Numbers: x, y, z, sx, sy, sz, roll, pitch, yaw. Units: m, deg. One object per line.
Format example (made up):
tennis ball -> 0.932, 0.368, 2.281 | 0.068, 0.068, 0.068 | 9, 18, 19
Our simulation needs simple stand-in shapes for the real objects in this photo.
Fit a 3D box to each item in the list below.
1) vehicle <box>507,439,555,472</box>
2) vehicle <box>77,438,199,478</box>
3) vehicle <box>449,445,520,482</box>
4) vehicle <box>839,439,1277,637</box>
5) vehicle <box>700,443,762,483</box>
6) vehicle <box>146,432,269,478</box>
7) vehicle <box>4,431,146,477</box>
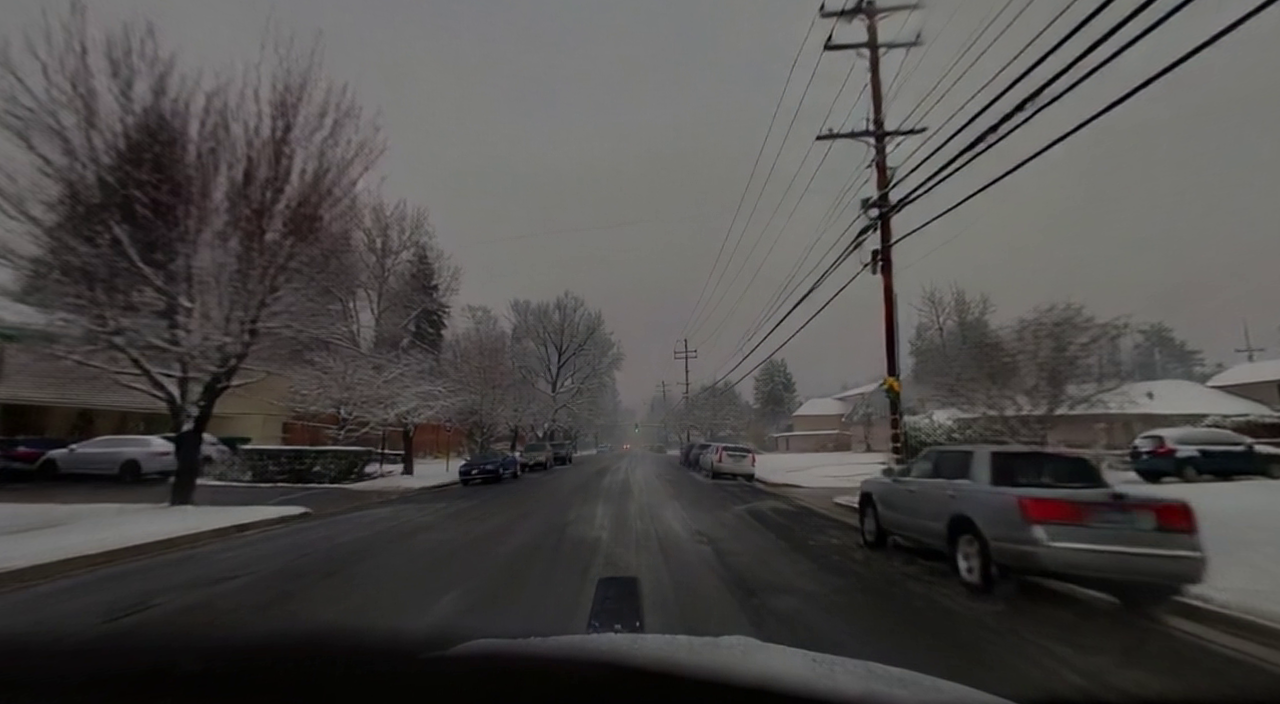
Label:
vehicle -> -6.490, 6.207, 38.076 | 2.031, 1.799, 4.587 | 0, -9, 0
vehicle -> -20.346, 4.291, 25.845 | 1.791, 1.500, 3.846 | 0, -9, 1
vehicle -> -6.599, 4.766, 27.302 | 2.031, 1.454, 4.410 | 0, -9, -1
vehicle -> 3.757, 1.687, 6.759 | 1.782, 1.439, 4.037 | 0, -9, -3
vehicle -> 3.548, 4.410, 25.401 | 1.763, 1.432, 4.323 | 0, -9, -1
vehicle -> -17.949, 4.290, 26.557 | 1.925, 1.750, 4.489 | 0, -9, 0
vehicle -> -23.235, 4.212, 26.243 | 1.879, 1.761, 4.199 | 0, -9, 1
